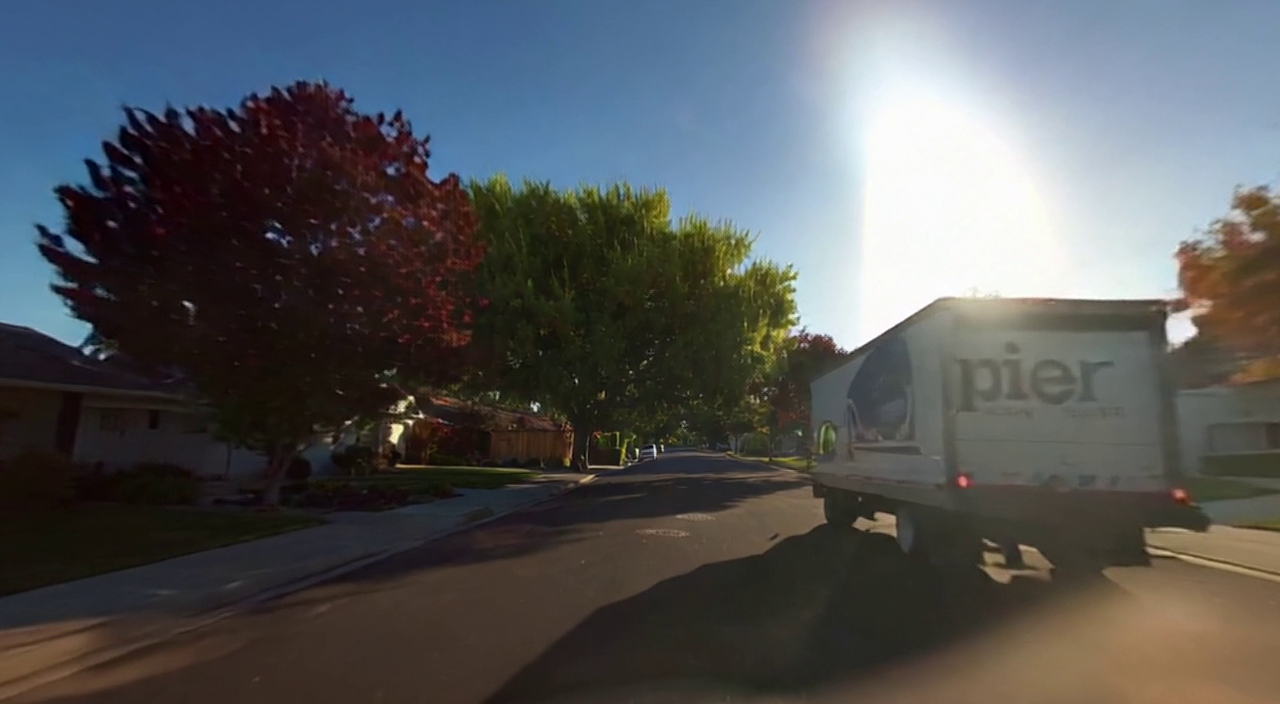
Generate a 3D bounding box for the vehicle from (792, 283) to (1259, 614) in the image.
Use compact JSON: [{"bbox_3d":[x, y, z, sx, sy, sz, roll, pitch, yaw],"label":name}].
[{"bbox_3d":[4.400,1.414,9.672,2.924,3.018,7.600,-1,-9,6],"label":"vehicle"}]
